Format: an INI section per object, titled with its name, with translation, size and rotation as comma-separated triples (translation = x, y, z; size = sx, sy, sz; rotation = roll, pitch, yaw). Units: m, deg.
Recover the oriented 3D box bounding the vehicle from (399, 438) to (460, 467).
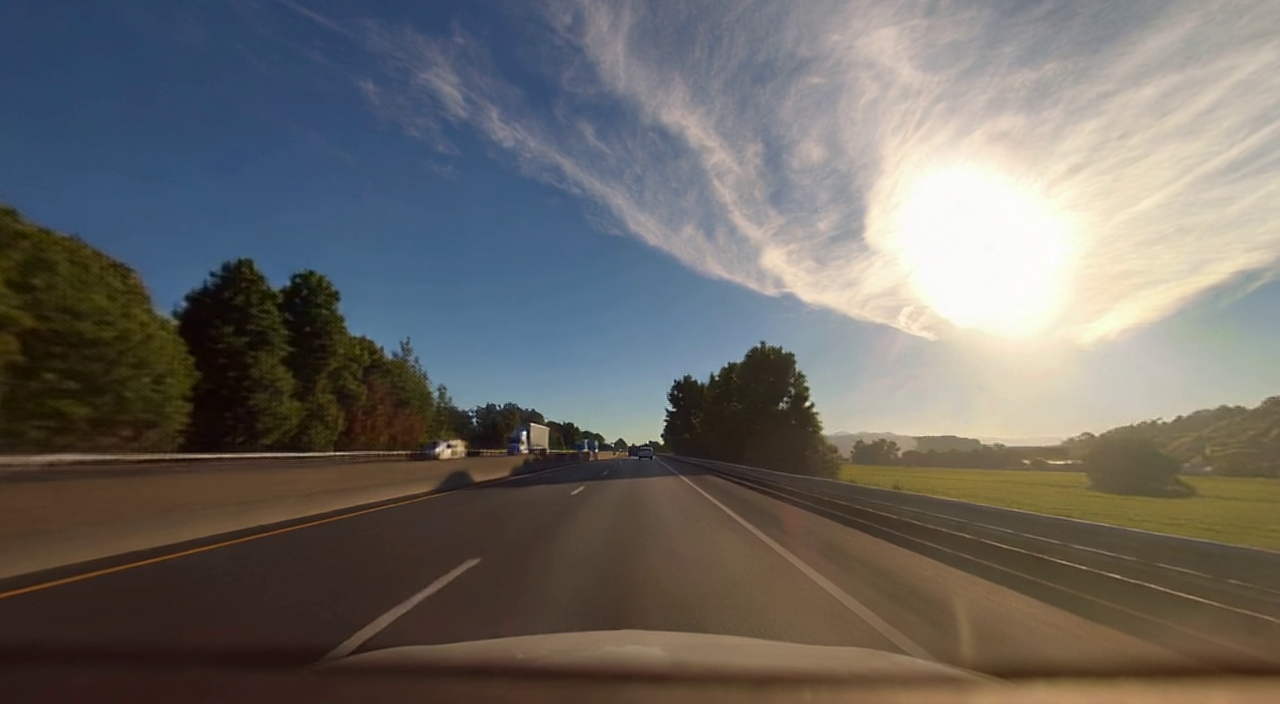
[vehicle]
translation = -11.520, 5.556, 34.736
size = 1.928, 1.486, 4.088
rotation = 0, -9, 0
